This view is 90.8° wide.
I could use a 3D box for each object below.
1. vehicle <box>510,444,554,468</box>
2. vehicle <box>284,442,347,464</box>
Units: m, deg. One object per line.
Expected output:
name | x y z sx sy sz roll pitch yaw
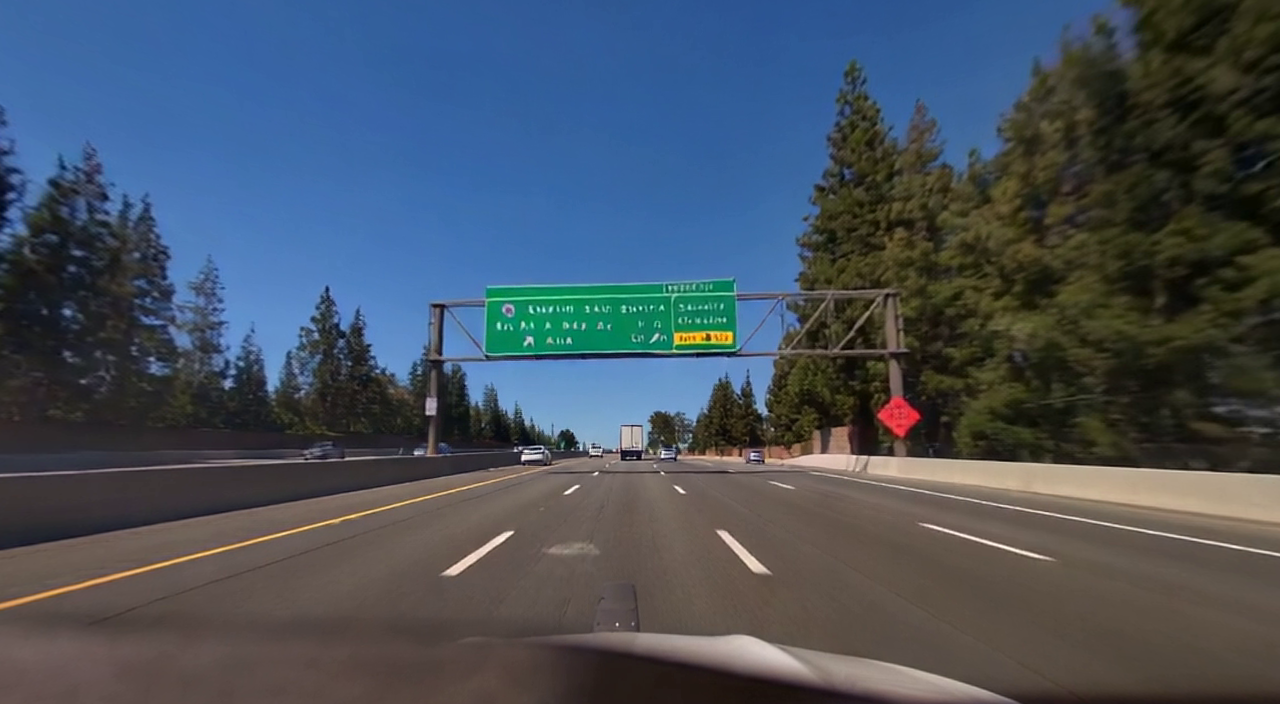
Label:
vehicle | -7.341 7.097 43.312 2.117 1.518 4.930 -1 -9 1
vehicle | -22.819 7.126 44.674 1.885 1.477 4.762 -1 -9 1
